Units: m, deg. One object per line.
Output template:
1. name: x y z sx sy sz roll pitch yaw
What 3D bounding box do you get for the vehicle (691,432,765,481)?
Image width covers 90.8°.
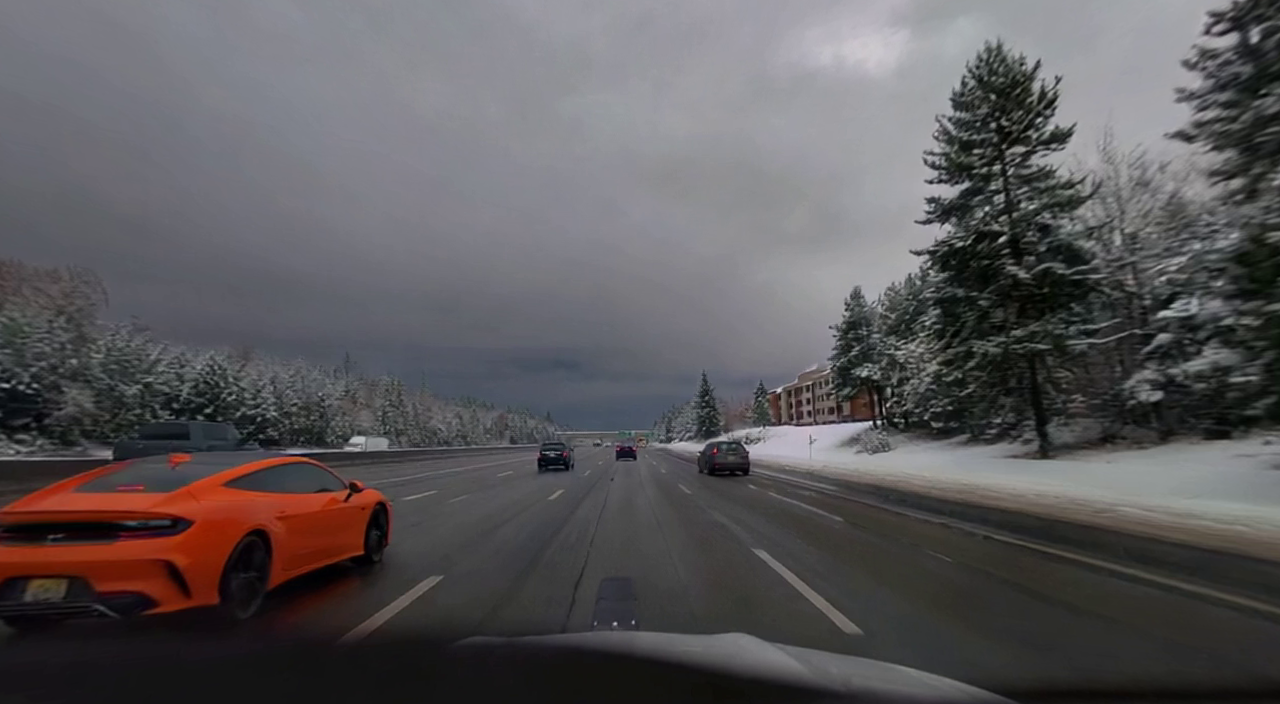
1. vehicle: 3.220 3.951 24.112 2.061 1.658 4.417 0 -8 -2

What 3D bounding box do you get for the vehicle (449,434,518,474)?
1. vehicle: -7.646 5.044 31.433 2.086 1.776 5.080 0 -8 0

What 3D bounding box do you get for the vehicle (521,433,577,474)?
1. vehicle: -4.244 4.839 30.257 2.044 1.774 4.329 0 -8 0

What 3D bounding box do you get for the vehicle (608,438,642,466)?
1. vehicle: -0.918 6.295 39.943 2.053 1.650 3.945 0 -8 -1

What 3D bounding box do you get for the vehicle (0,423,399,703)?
1. vehicle: -3.933 1.377 5.176 2.124 1.426 4.444 0 -8 0
